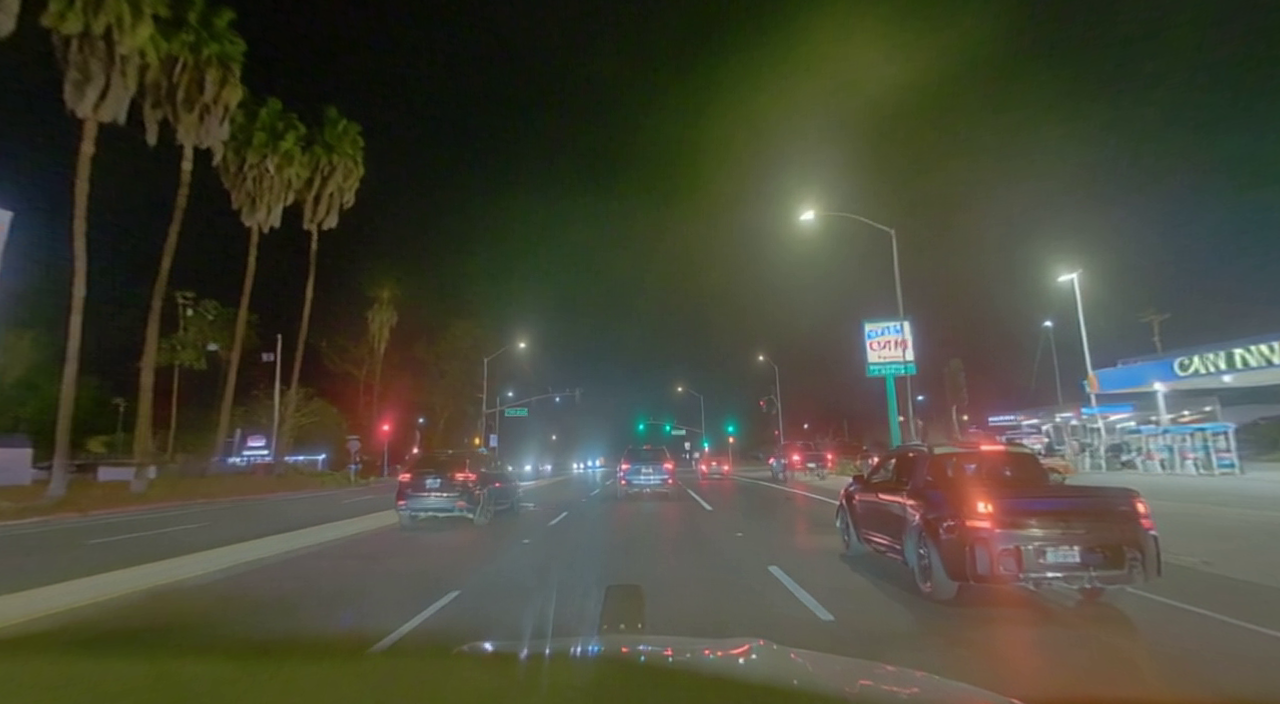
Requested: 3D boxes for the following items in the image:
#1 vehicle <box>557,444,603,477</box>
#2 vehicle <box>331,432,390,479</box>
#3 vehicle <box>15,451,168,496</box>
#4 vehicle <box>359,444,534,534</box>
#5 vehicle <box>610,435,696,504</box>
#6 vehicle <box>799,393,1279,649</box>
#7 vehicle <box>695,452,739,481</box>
[{"bbox_3d":[-3.424,6.315,36.780,2.071,1.811,4.605,0,-9,2],"label":"vehicle"},{"bbox_3d":[-18.141,6.724,40.699,3.441,2.870,2.109,-9,-13,43],"label":"vehicle"},{"bbox_3d":[-29.300,6.448,34.007,2.543,2.092,6.613,0,-9,-3],"label":"vehicle"},{"bbox_3d":[-3.701,2.697,13.086,1.983,1.502,4.720,0,-9,2],"label":"vehicle"},{"bbox_3d":[0.375,3.583,19.726,2.295,1.835,5.471,0,-9,1],"label":"vehicle"},{"bbox_3d":[3.633,1.625,7.345,2.120,1.828,5.531,0,-9,0],"label":"vehicle"},{"bbox_3d":[4.030,6.072,33.503,1.901,1.401,3.965,0,-9,1],"label":"vehicle"}]
